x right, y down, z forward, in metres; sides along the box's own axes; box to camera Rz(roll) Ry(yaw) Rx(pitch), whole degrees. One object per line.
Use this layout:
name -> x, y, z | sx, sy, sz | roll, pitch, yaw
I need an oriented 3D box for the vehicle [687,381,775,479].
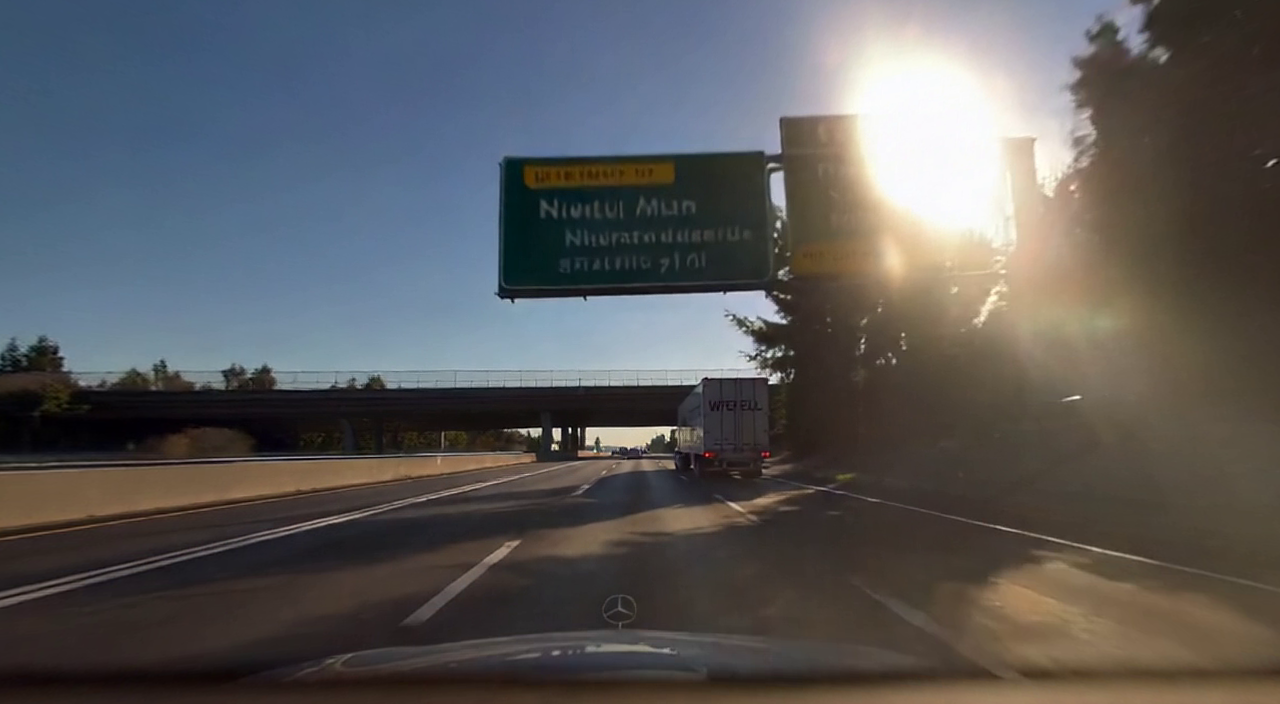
vehicle -> 4.076, 3.904, 30.269 | 2.869, 4.013, 8.610 | 0, -9, 0
